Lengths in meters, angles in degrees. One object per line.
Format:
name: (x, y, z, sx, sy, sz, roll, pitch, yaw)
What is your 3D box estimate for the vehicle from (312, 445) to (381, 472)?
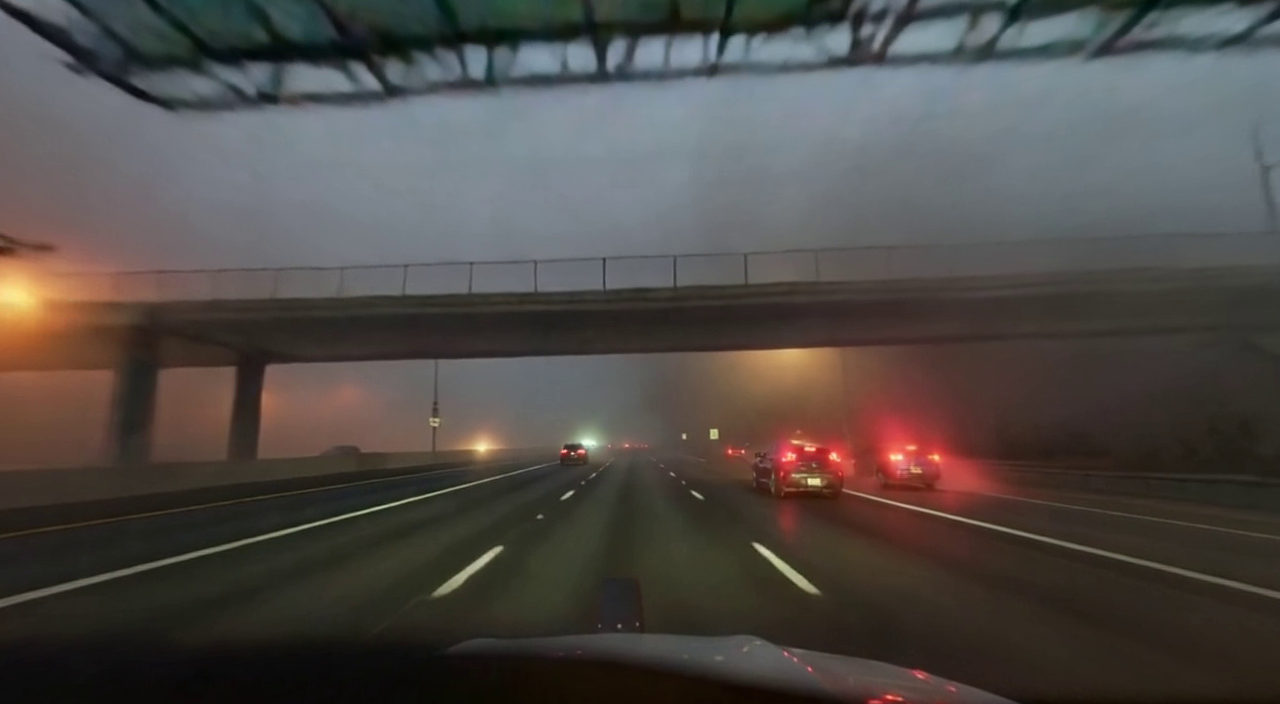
vehicle: (-17.564, 6.371, 38.018, 1.856, 1.517, 4.629, 0, -8, 1)
